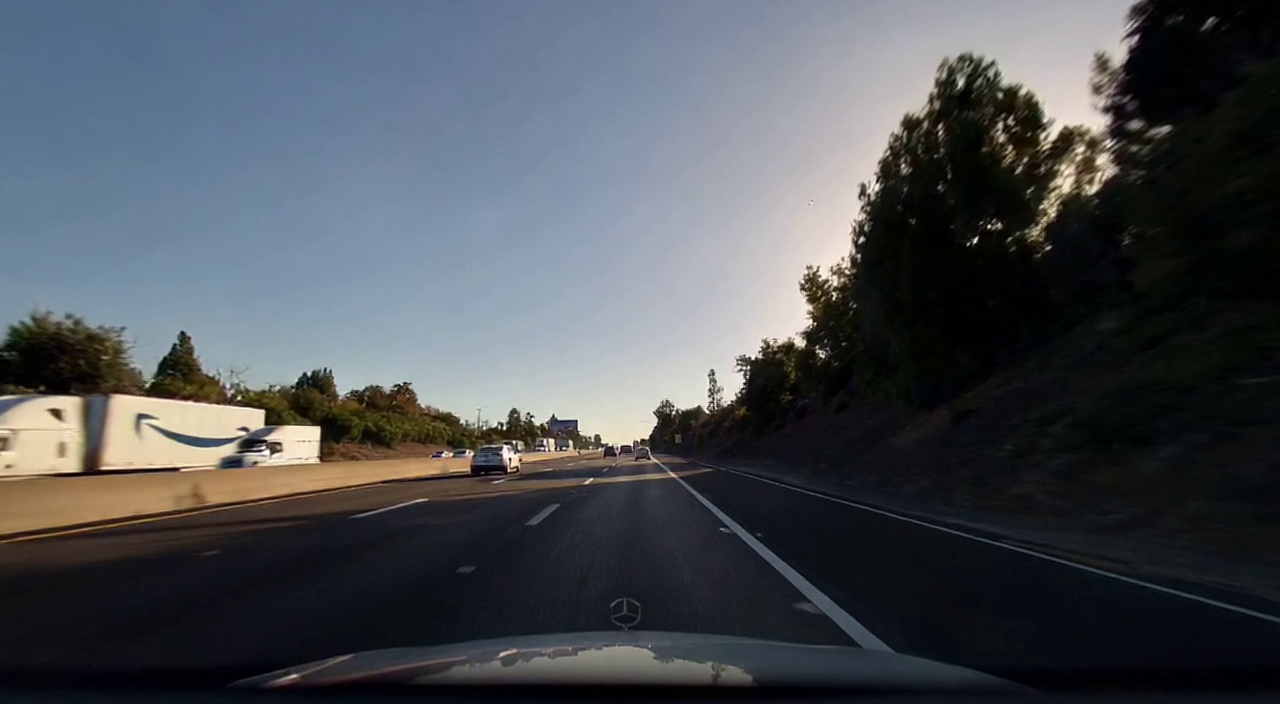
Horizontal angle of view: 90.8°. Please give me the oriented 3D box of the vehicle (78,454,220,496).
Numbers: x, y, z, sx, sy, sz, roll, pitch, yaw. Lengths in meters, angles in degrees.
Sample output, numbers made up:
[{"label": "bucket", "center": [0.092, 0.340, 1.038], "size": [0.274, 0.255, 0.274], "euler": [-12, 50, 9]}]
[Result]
[{"label": "vehicle", "center": [-19.201, 4.788, 25.003], "size": [1.864, 1.454, 4.653], "euler": [0, -9, 0]}]

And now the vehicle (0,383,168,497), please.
[{"label": "vehicle", "center": [-23.184, 3.348, 23.644], "size": [2.971, 3.836, 10.249], "euler": [0, -9, 0]}]

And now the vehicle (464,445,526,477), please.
[{"label": "vehicle", "center": [-7.244, 5.487, 31.991], "size": [1.973, 1.494, 4.419], "euler": [0, -9, 1]}]

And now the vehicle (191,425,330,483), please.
[{"label": "vehicle", "center": [-19.297, 5.249, 32.766], "size": [2.640, 2.648, 7.188], "euler": [0, -9, 1]}]
